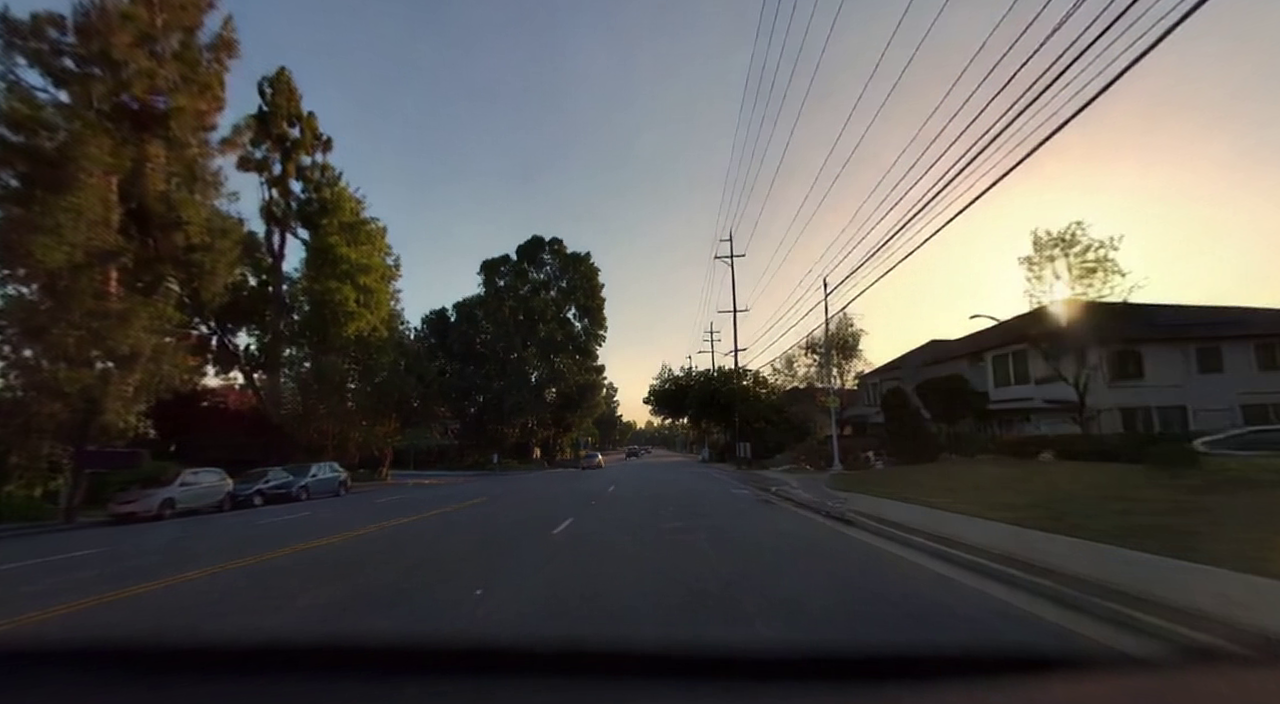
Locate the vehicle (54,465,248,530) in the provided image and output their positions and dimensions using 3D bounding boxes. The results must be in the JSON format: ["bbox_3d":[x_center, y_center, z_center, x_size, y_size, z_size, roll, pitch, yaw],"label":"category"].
[{"bbox_3d":[-13.675,4.043,18.085,1.936,1.489,4.311,-1,-9,3],"label":"vehicle"}]

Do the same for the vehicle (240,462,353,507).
[{"bbox_3d":[-13.437,5.196,25.072,1.863,1.481,4.363,-3,-9,3],"label":"vehicle"}]
